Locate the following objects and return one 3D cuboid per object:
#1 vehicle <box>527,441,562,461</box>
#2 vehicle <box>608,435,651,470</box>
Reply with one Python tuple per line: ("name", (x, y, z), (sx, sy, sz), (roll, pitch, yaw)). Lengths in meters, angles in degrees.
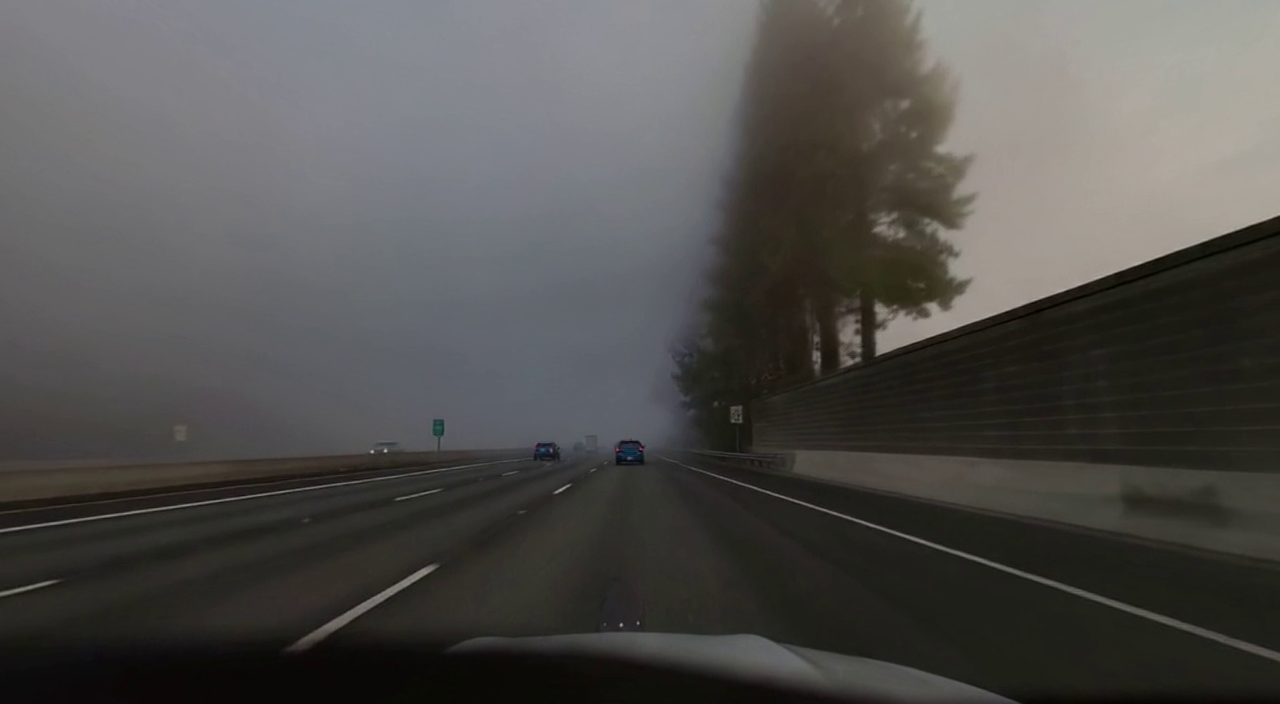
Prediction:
("vehicle", (-7.470, 7.837, 49.876), (2.019, 1.523, 4.396), (0, -8, 1))
("vehicle", (-0.526, 5.412, 34.065), (2.141, 1.706, 4.065), (0, -8, 0))
